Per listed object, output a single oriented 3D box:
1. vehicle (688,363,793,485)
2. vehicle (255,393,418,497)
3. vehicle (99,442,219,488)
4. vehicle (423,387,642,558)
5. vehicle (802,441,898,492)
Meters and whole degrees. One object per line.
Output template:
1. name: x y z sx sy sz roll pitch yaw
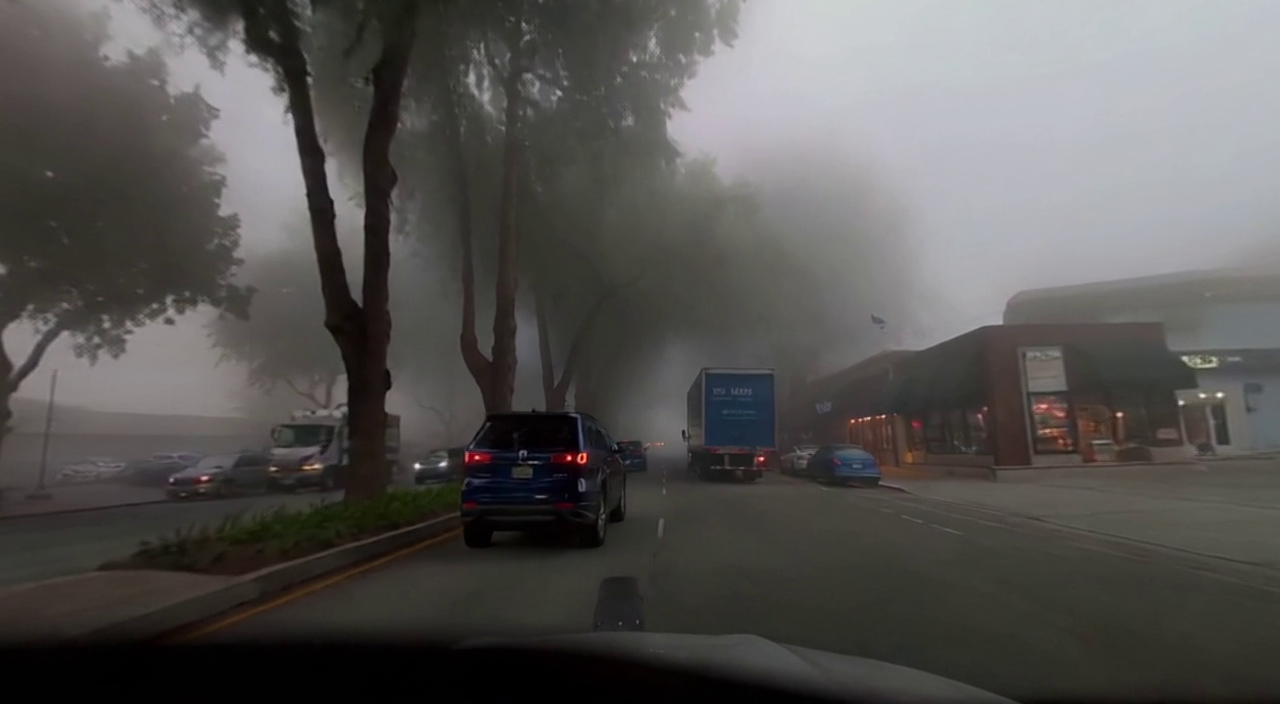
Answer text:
1. vehicle: 3.957 3.402 28.341 3.007 4.206 12.913 -1 -8 2
2. vehicle: -12.294 3.899 26.569 3.027 3.656 7.024 -3 -9 4
3. vehicle: -27.639 6.465 36.675 2.153 2.378 5.796 0 -8 3
4. vehicle: -1.307 1.815 10.124 2.293 2.036 4.853 -1 -9 4
5. vehicle: 6.847 3.751 21.065 1.929 1.522 4.158 -1 -9 3
